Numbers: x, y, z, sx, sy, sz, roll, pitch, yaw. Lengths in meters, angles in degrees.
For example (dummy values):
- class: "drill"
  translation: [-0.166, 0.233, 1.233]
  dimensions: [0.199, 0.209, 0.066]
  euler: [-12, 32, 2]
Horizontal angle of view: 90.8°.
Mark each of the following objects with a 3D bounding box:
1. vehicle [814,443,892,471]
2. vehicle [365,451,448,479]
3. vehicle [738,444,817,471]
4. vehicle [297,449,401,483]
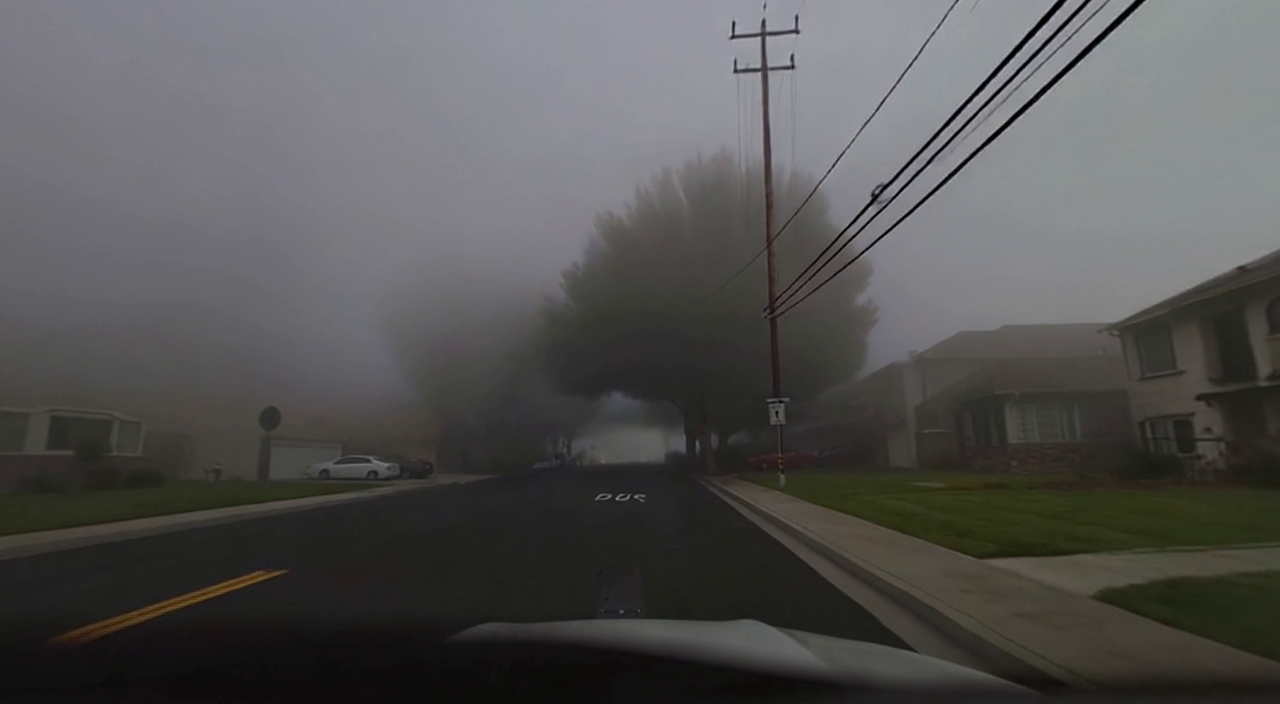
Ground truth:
- class: "vehicle"
  translation: [13.009, 6.428, 38.769]
  dimensions: [4.122, 1.610, 1.888]
  euler: [0, -8, 2]
- class: "vehicle"
  translation: [-14.267, 6.898, 38.718]
  dimensions: [4.260, 1.588, 1.927]
  euler: [-1, -8, 6]
- class: "vehicle"
  translation: [9.354, 7.234, 43.349]
  dimensions: [4.952, 1.775, 2.089]
  euler: [0, -8, 1]
- class: "vehicle"
  translation: [-15.180, 5.935, 33.085]
  dimensions: [4.500, 1.714, 1.924]
  euler: [-1, -8, 7]
